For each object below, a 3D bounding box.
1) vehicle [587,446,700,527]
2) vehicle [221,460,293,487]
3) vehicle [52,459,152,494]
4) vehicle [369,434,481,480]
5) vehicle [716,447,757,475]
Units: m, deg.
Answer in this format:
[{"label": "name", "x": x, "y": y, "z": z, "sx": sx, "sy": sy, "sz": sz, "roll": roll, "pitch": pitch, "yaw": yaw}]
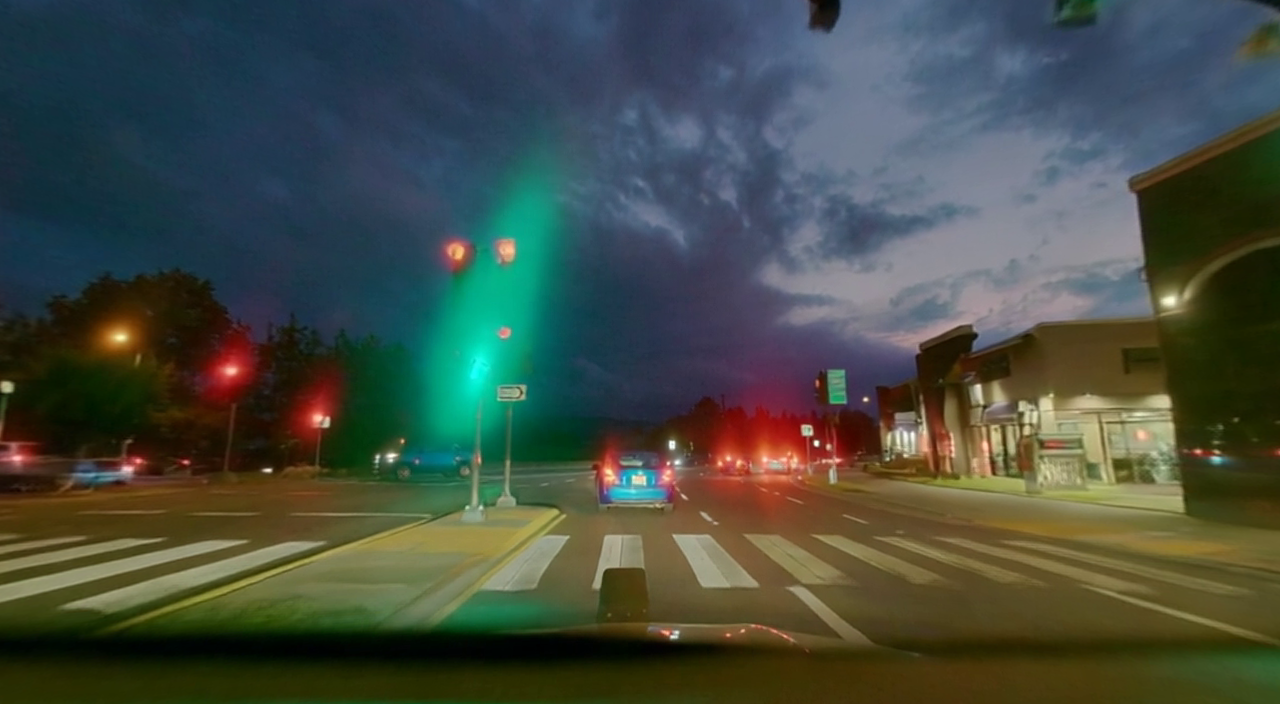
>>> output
[{"label": "vehicle", "x": 0.010, "y": 2.826, "z": 13.847, "sx": 2.118, "sy": 1.480, "sz": 3.949, "roll": 0, "pitch": -9, "yaw": -1}, {"label": "vehicle", "x": -19.246, "y": 6.090, "z": 31.759, "sx": 1.259, "sy": 1.181, "sz": 2.744, "roll": -6, "pitch": -10, "yaw": 30}, {"label": "vehicle", "x": -22.560, "y": 5.206, "z": 26.509, "sx": 1.433, "sy": 1.269, "sz": 2.779, "roll": -5, "pitch": -9, "yaw": 26}, {"label": "vehicle", "x": -14.062, "y": 6.923, "z": 41.925, "sx": 2.287, "sy": 2.780, "sz": 7.166, "roll": -6, "pitch": -10, "yaw": 31}, {"label": "vehicle", "x": 6.646, "y": 7.348, "z": 42.836, "sx": 2.212, "sy": 1.790, "sz": 4.768, "roll": -3, "pitch": -9, "yaw": 15}]
